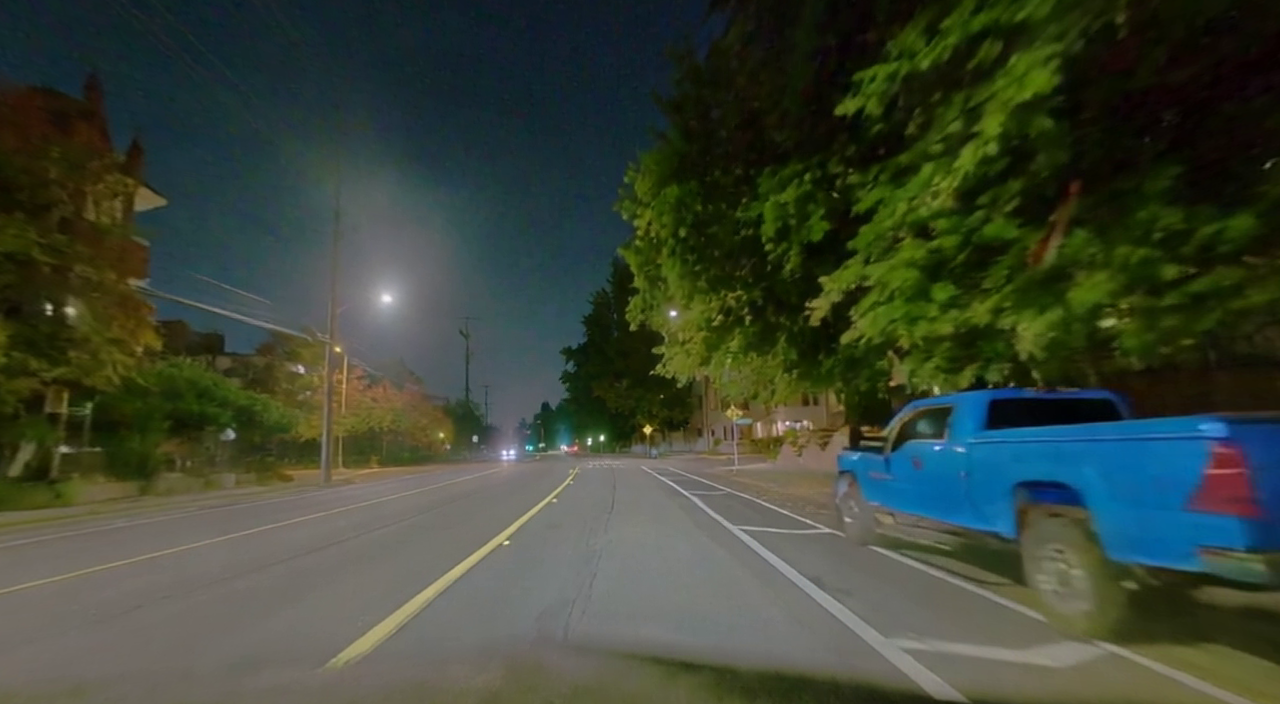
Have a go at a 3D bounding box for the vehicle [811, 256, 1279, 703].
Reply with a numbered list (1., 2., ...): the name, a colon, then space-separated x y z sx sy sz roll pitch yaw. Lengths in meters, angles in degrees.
1. vehicle: 4.400 1.288 6.744 2.794 2.437 7.684 0 -8 -2

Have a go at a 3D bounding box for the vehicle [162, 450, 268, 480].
1. vehicle: -27.117 7.212 40.493 5.067 1.792 2.217 2 -8 -11
